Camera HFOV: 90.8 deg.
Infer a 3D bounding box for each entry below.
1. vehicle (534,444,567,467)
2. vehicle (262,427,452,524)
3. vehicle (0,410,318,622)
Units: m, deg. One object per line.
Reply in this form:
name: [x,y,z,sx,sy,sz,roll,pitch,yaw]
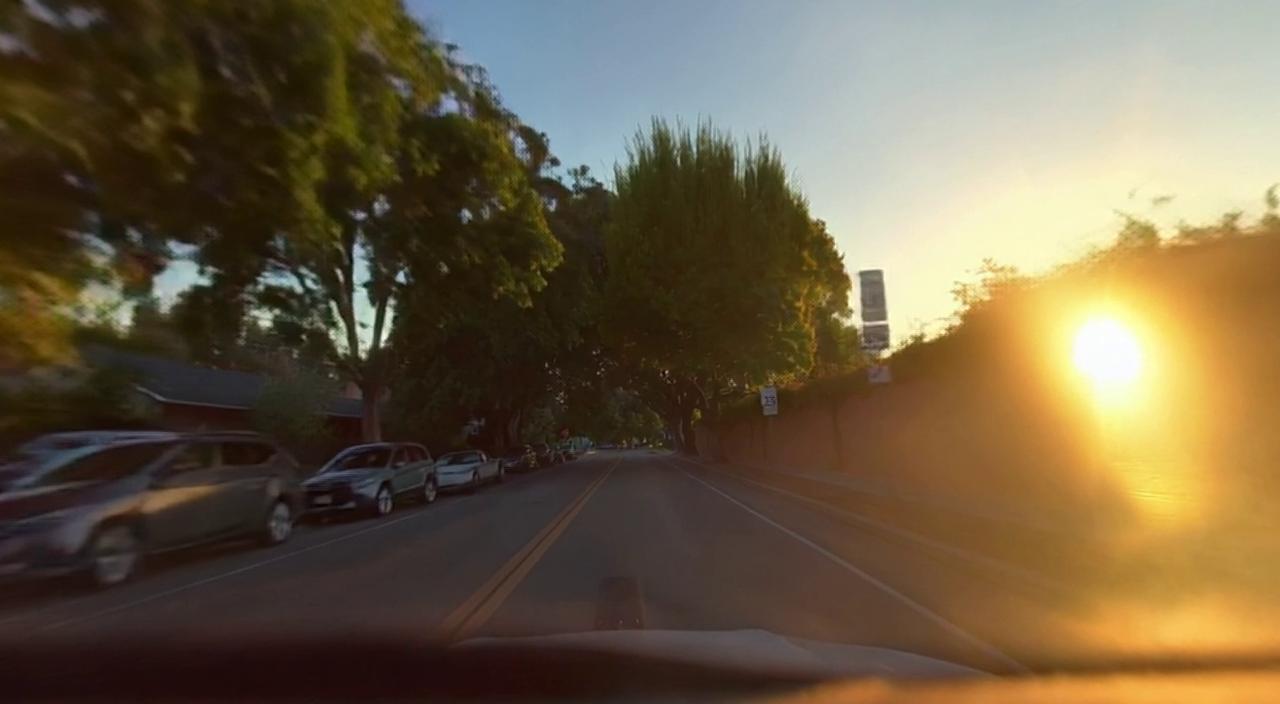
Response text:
vehicle: [-6.644,7.708,47.425,1.952,1.514,4.630,1,-8,-2]
vehicle: [-6.256,2.741,14.844,1.976,1.805,5.123,1,-8,1]
vehicle: [-6.357,1.748,7.985,2.009,1.820,4.821,1,-8,0]
